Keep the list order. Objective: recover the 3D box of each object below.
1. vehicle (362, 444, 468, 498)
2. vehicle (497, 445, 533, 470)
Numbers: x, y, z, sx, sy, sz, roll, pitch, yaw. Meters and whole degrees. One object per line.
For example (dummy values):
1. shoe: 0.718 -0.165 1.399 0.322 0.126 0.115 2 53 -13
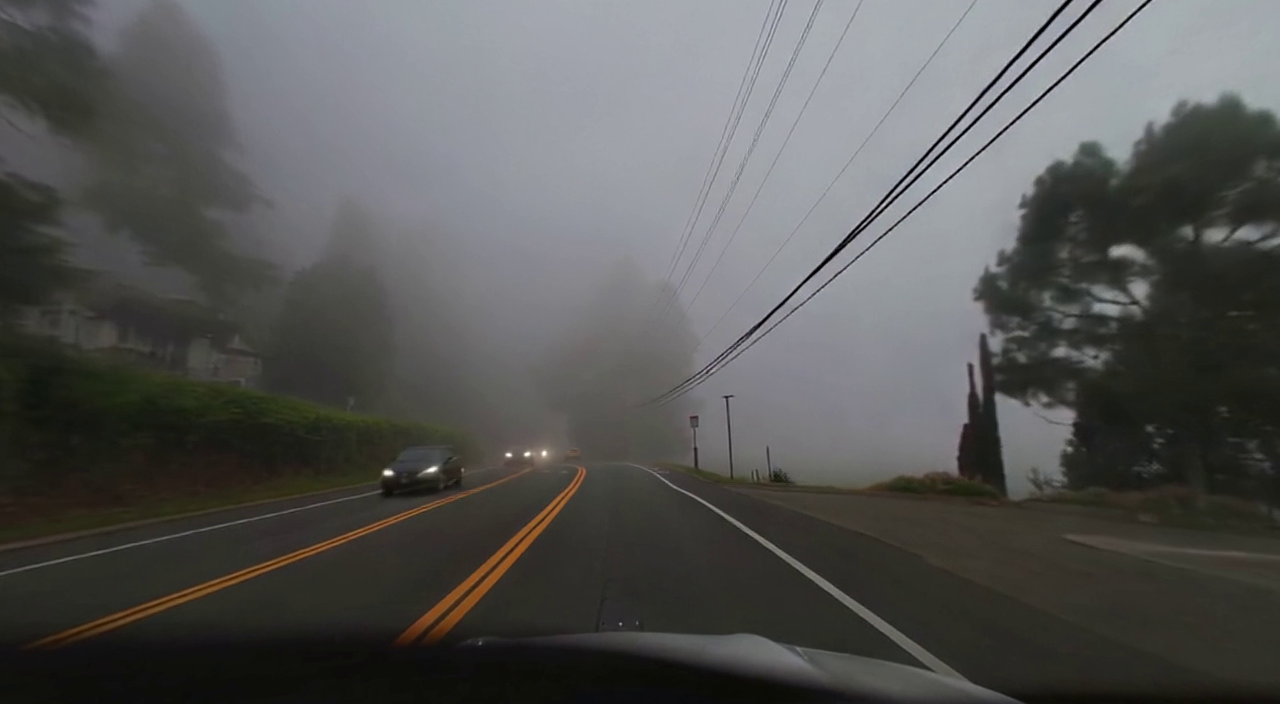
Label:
1. vehicle: -6.869 3.633 19.816 1.883 1.474 4.450 0 -8 -3
2. vehicle: -9.094 7.675 46.294 2.116 1.672 4.438 1 -8 -5
